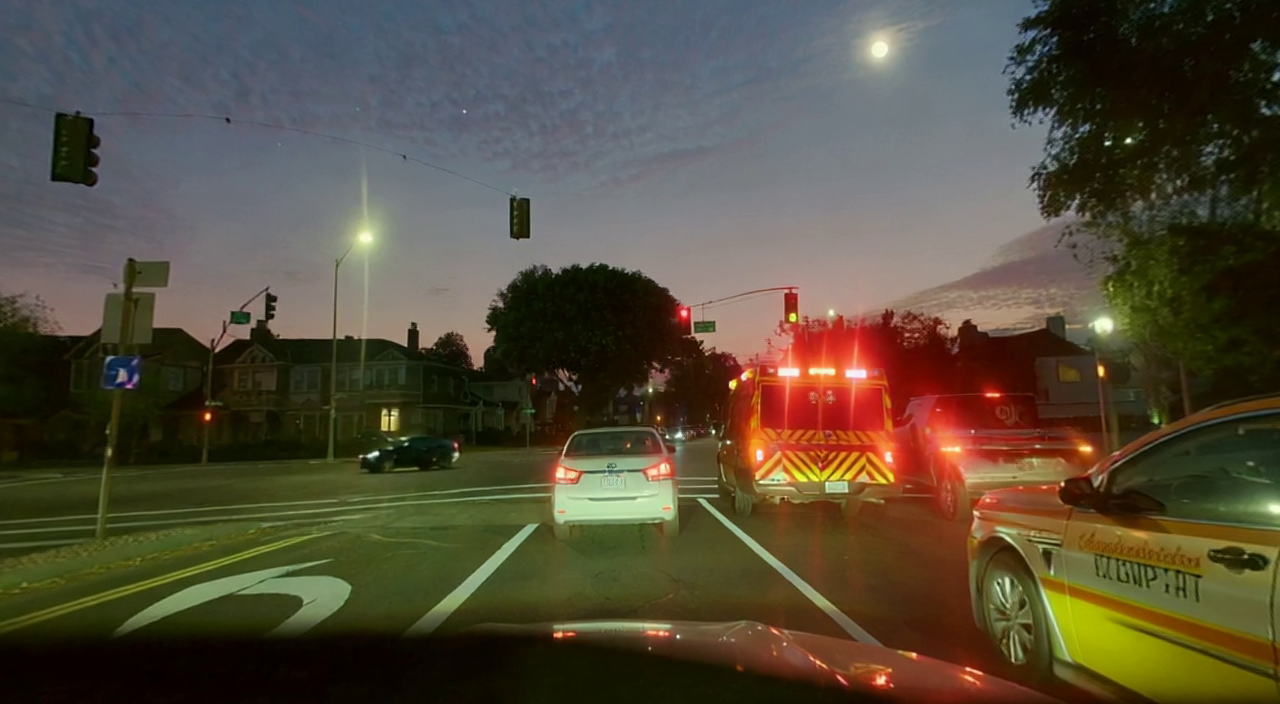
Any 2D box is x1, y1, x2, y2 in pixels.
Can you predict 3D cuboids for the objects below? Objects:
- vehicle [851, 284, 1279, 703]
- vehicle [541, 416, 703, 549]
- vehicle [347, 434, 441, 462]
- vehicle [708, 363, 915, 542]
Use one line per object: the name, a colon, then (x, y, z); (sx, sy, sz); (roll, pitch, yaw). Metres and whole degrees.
vehicle: (2.849, 0.891, 2.833); (2.194, 1.820, 4.652); (0, -8, 0)
vehicle: (-0.274, 1.977, 10.195); (2.114, 1.707, 3.725); (0, -8, -1)
vehicle: (-13.920, 5.443, 35.968); (4.531, 1.492, 1.951); (8, -11, -43)
vehicle: (2.876, 1.898, 12.370); (2.406, 2.687, 5.521); (0, -8, -1)
